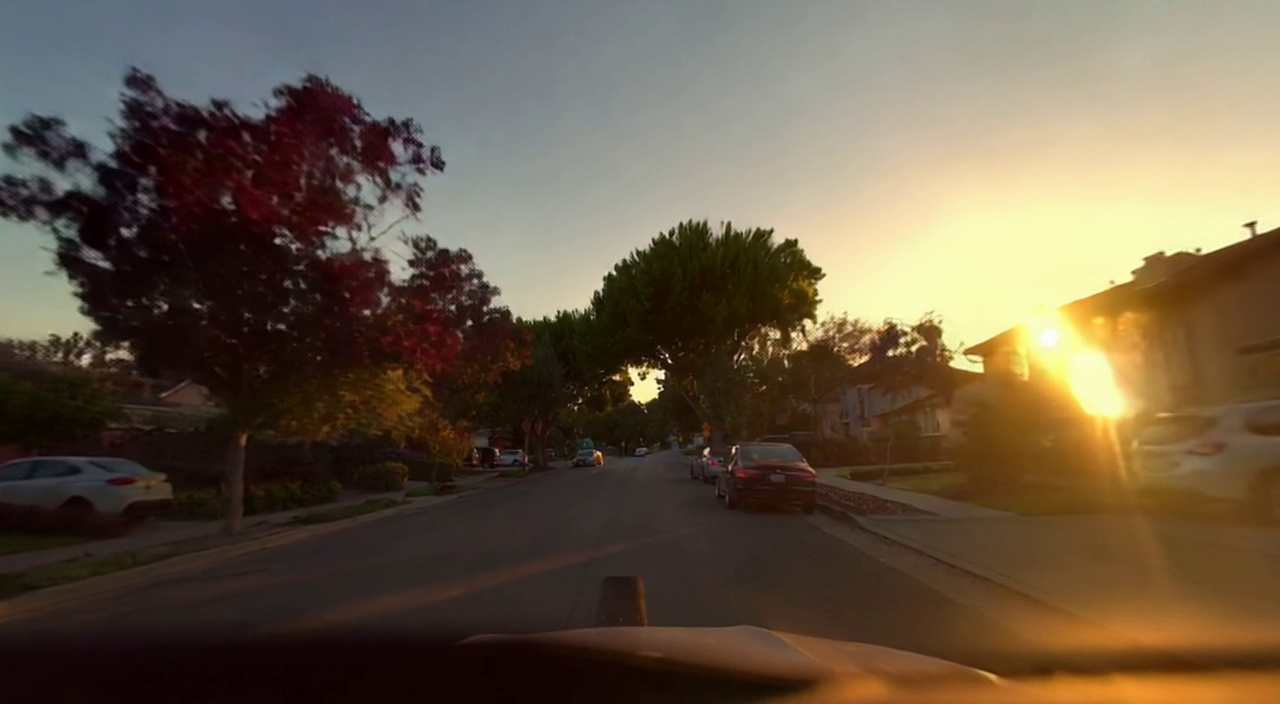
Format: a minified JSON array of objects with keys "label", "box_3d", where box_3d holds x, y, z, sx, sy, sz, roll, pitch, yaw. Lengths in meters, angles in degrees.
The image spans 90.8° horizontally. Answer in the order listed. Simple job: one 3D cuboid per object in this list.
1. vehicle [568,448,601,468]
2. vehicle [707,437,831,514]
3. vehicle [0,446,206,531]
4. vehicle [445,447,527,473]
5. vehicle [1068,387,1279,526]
[{"label":"vehicle","box_3d":[-4.278,8.329,49.744,1.987,1.459,4.473,-1,-8,3]},{"label":"vehicle","box_3d":[2.748,2.739,14.560,2.022,1.483,4.565,0,-9,2]},{"label":"vehicle","box_3d":[-11.256,2.582,12.297,4.118,1.492,1.902,0,-9,-2]},{"label":"vehicle","box_3d":[-10.213,7.180,42.097,4.933,1.547,2.125,-1,-8,0]},{"label":"vehicle","box_3d":[9.064,1.427,8.843,4.643,1.700,1.972,0,-9,0]}]
